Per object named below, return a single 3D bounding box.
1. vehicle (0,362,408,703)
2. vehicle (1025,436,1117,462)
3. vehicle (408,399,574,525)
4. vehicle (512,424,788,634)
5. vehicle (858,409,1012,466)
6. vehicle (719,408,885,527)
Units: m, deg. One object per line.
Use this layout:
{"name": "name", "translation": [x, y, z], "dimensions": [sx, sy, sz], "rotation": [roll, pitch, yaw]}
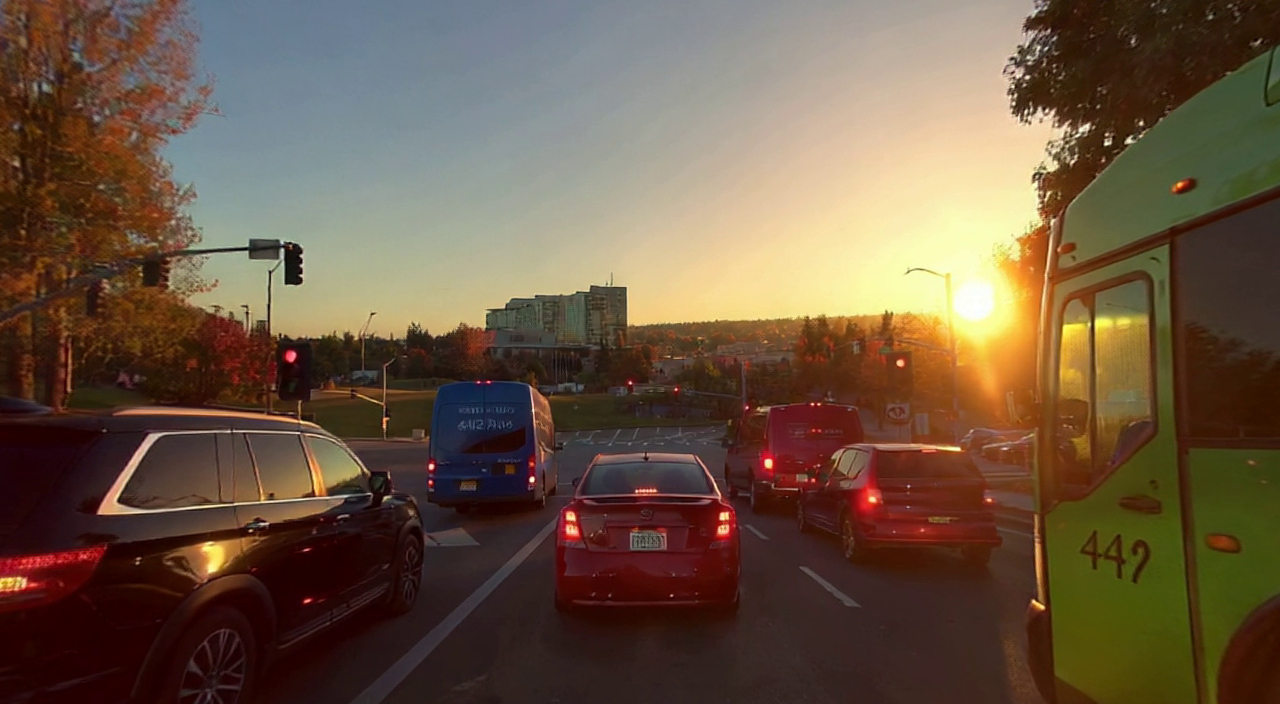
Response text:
{"name": "vehicle", "translation": [-3.408, 1.179, 4.621], "dimensions": [1.921, 1.701, 3.989], "rotation": [0, -8, -1]}
{"name": "vehicle", "translation": [25.868, 5.818, 37.996], "dimensions": [4.229, 1.489, 1.794], "rotation": [0, -8, -1]}
{"name": "vehicle", "translation": [-2.940, 2.348, 13.946], "dimensions": [2.335, 2.221, 5.165], "rotation": [0, -8, 1]}
{"name": "vehicle", "translation": [0.063, 1.547, 6.416], "dimensions": [1.976, 1.485, 3.624], "rotation": [0, -8, 0]}
{"name": "vehicle", "translation": [17.569, 5.133, 37.922], "dimensions": [7.839, 3.213, 2.628], "rotation": [0, -8, -3]}
{"name": "vehicle", "translation": [3.131, 2.401, 13.658], "dimensions": [2.143, 2.036, 5.367], "rotation": [0, -8, 0]}
